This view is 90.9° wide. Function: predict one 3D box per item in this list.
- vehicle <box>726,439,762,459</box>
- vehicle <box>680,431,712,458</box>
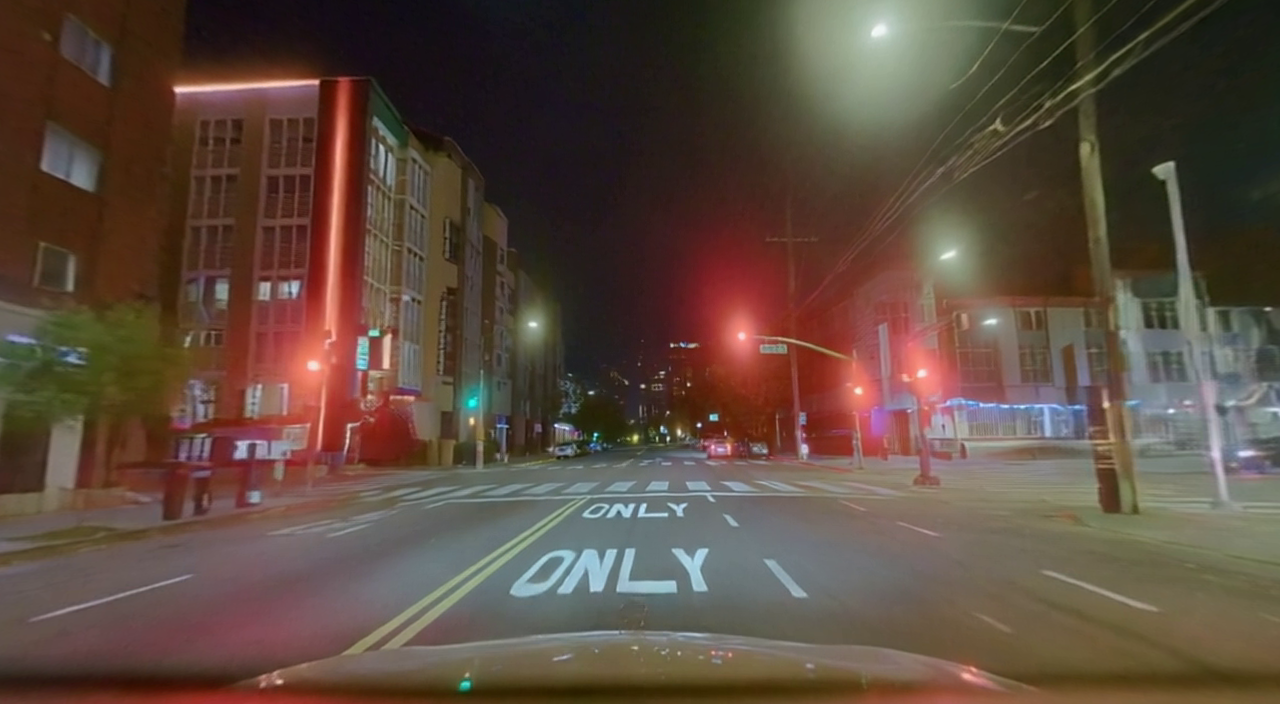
[{"bbox_3d":[8.163,7.629,49.812,1.997,1.510,4.455,0,-8,-1],"label":"vehicle"},{"bbox_3d":[4.154,6.936,47.218,1.971,1.919,4.748,0,-8,0],"label":"vehicle"}]
